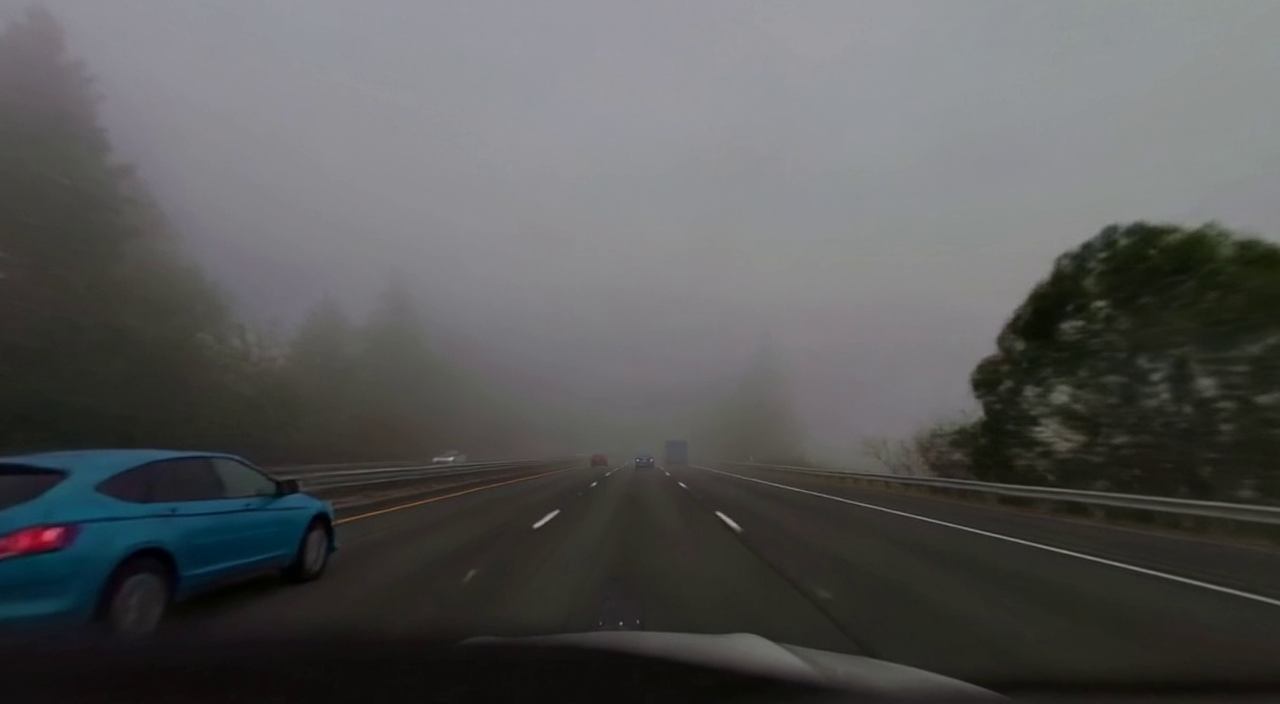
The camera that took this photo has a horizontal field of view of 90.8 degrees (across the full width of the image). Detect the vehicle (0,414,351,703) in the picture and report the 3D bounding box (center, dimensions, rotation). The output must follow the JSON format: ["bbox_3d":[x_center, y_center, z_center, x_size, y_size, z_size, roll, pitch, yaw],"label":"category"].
[{"bbox_3d":[-4.124,1.354,4.842,1.927,1.530,3.874,-1,-9,0],"label":"vehicle"}]
